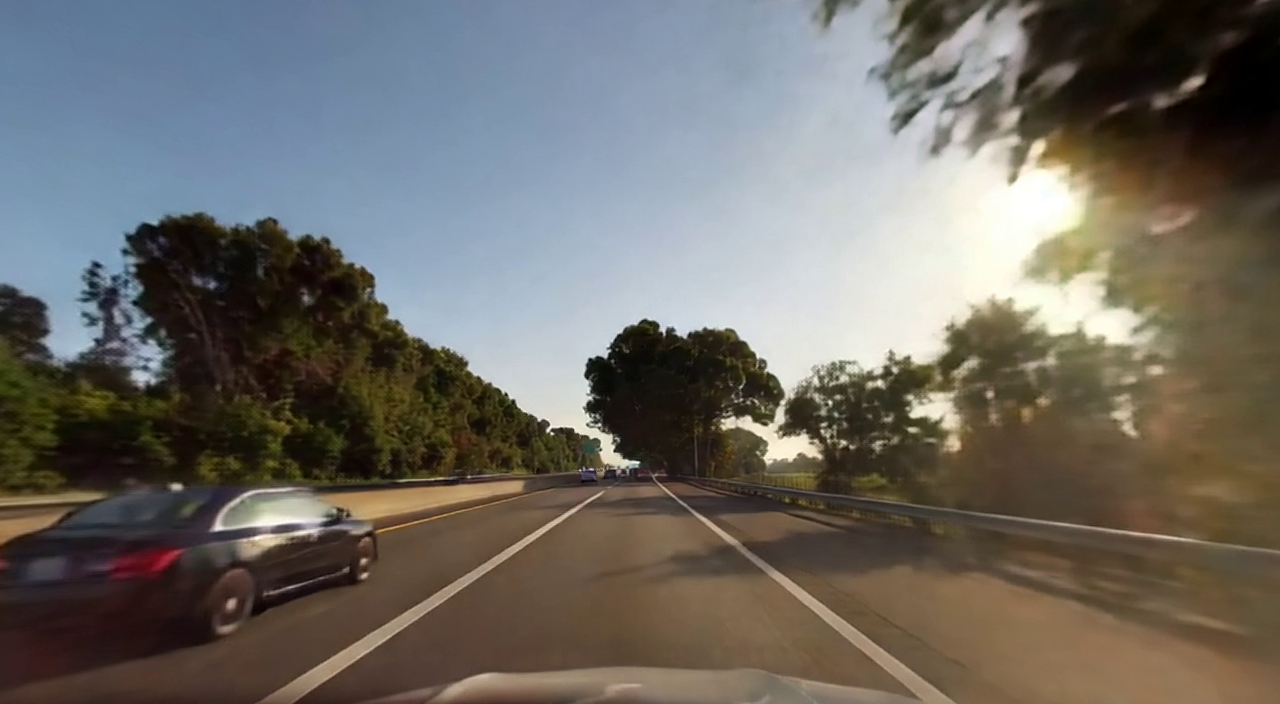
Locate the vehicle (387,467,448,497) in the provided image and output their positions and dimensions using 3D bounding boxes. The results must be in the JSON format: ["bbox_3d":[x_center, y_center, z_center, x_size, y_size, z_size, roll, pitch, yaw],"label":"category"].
[{"bbox_3d":[-12.375,7.253,35.322,1.977,1.532,3.760,0,-11,0],"label":"vehicle"}]

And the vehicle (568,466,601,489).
[{"bbox_3d":[-4.036,9.208,46.391,2.109,1.532,4.234,1,-11,0],"label":"vehicle"}]

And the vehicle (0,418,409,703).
[{"bbox_3d":[-3.715,1.465,5.082,2.047,1.523,4.279,1,-11,0],"label":"vehicle"}]
